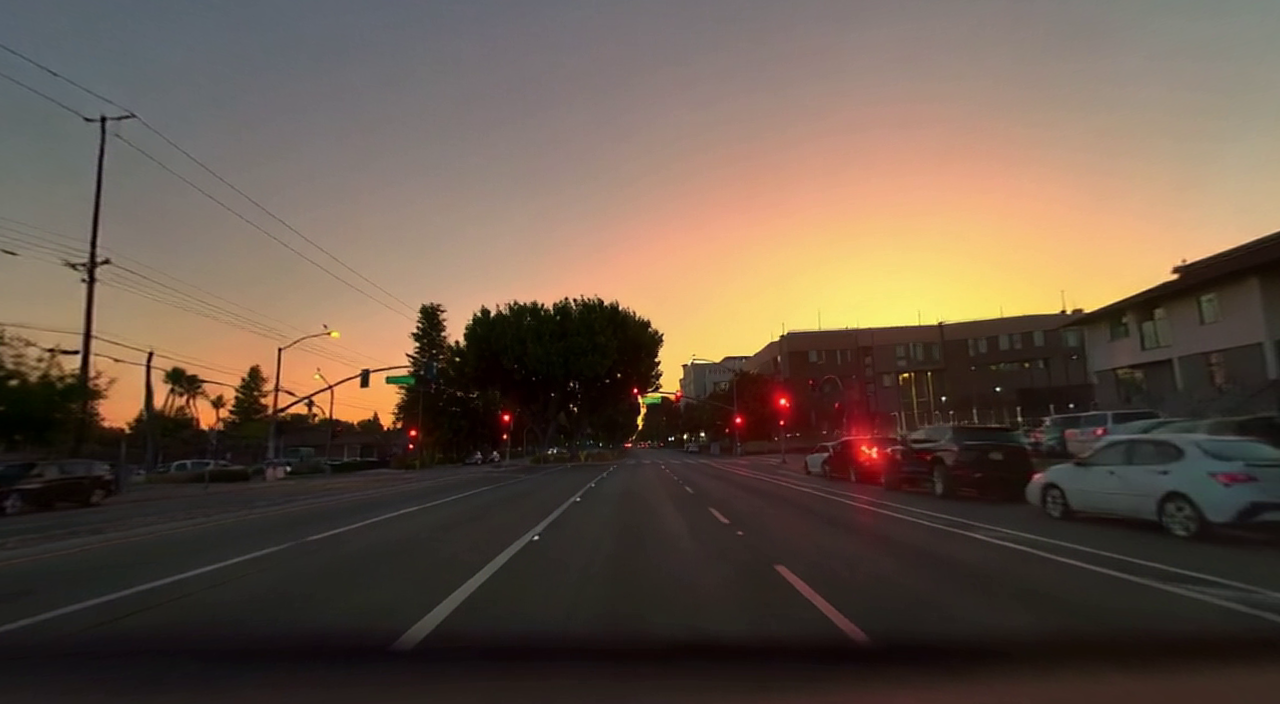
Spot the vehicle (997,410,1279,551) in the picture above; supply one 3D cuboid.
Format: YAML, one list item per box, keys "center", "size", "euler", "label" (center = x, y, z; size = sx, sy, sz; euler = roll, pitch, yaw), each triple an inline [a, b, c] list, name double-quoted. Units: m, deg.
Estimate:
- center: [8.016, 1.851, 9.809]
  size: [1.987, 1.628, 4.712]
  euler: [0, -9, -3]
  label: "vehicle"

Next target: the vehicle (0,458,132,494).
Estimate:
- center: [-28.973, 6.163, 31.516]
  size: [5.352, 1.644, 2.387]
  euler: [-1, -9, 5]
  label: "vehicle"

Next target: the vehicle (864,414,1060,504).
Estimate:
- center: [7.706, 2.644, 15.966]
  size: [2.130, 1.877, 5.334]
  euler: [0, -9, 0]
  label: "vehicle"
